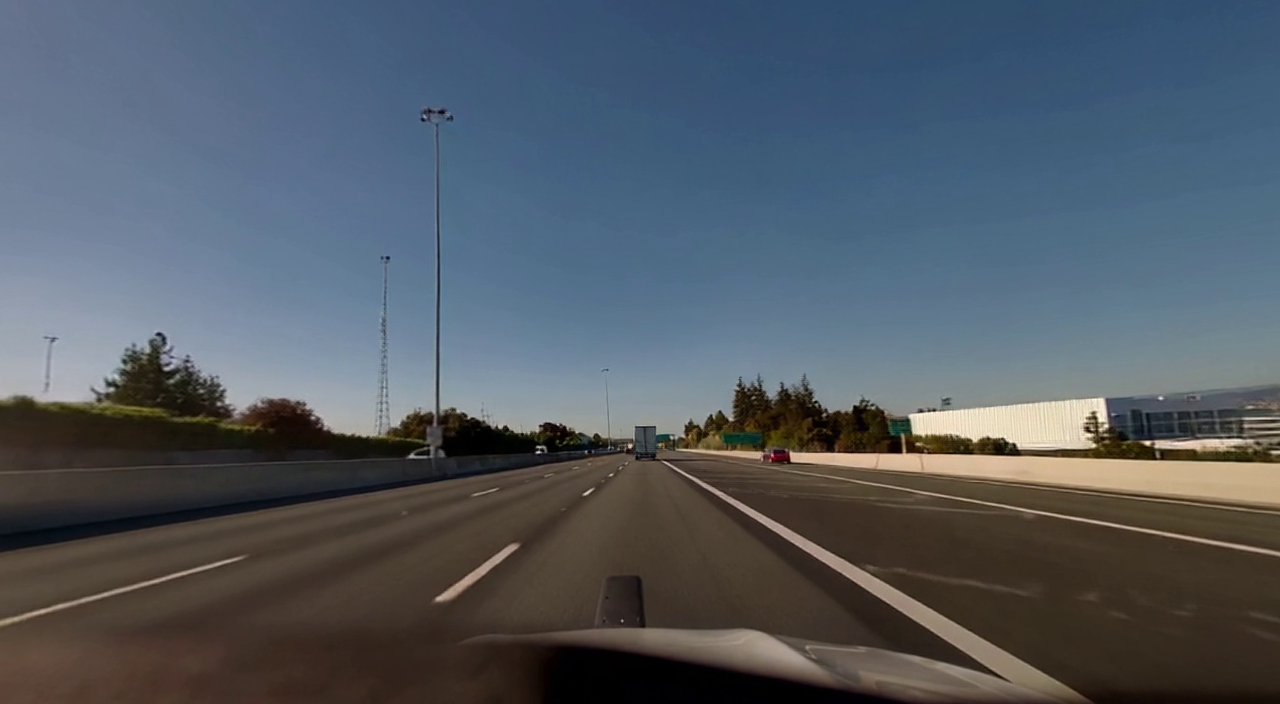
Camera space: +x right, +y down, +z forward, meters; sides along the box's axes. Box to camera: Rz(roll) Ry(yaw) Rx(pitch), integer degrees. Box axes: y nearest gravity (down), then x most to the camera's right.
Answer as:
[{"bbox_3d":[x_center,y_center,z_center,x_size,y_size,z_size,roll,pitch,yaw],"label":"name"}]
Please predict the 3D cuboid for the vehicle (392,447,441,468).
[{"bbox_3d":[-15.966,7.564,45.314,1.958,1.452,4.262,0,-9,1],"label":"vehicle"}]
